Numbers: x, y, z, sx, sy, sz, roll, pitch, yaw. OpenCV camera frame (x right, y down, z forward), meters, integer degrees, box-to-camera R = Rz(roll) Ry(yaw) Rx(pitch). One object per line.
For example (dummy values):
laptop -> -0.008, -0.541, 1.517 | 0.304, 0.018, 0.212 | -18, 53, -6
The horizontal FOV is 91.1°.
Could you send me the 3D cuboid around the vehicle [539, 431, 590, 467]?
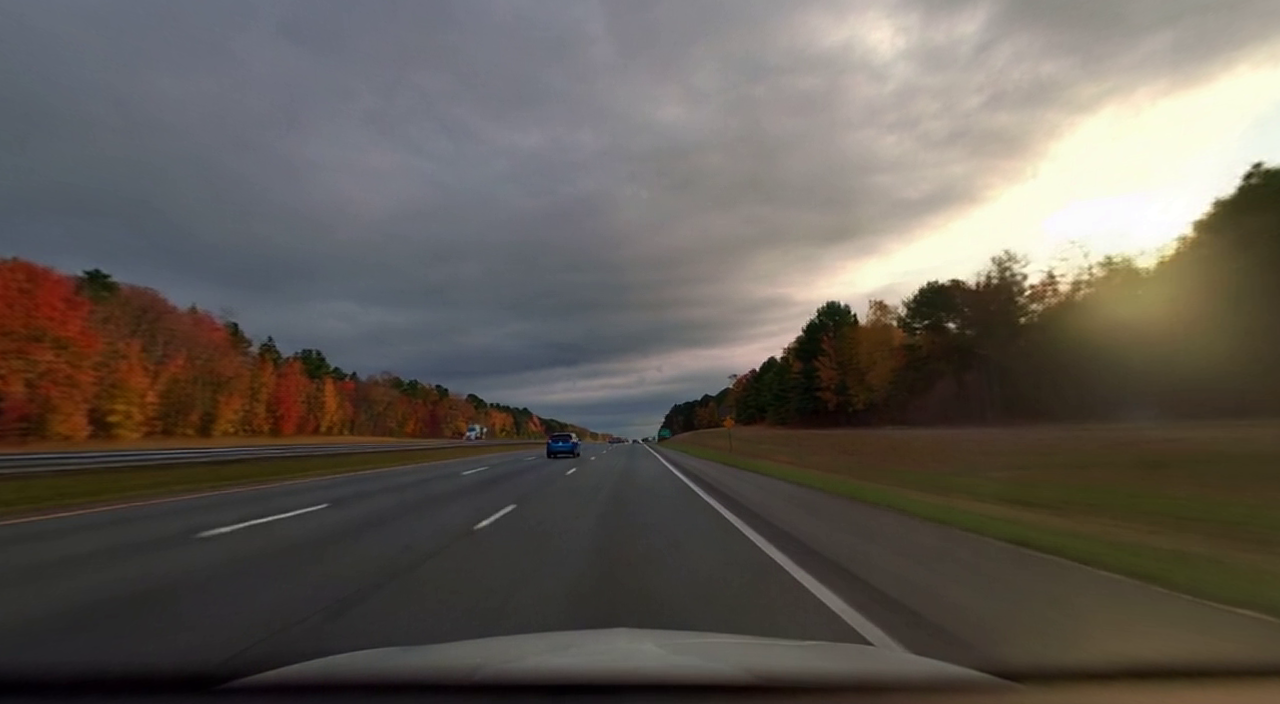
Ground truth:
vehicle -> -3.692, 4.803, 31.430 | 2.057, 1.666, 4.552 | 0, -8, -1
